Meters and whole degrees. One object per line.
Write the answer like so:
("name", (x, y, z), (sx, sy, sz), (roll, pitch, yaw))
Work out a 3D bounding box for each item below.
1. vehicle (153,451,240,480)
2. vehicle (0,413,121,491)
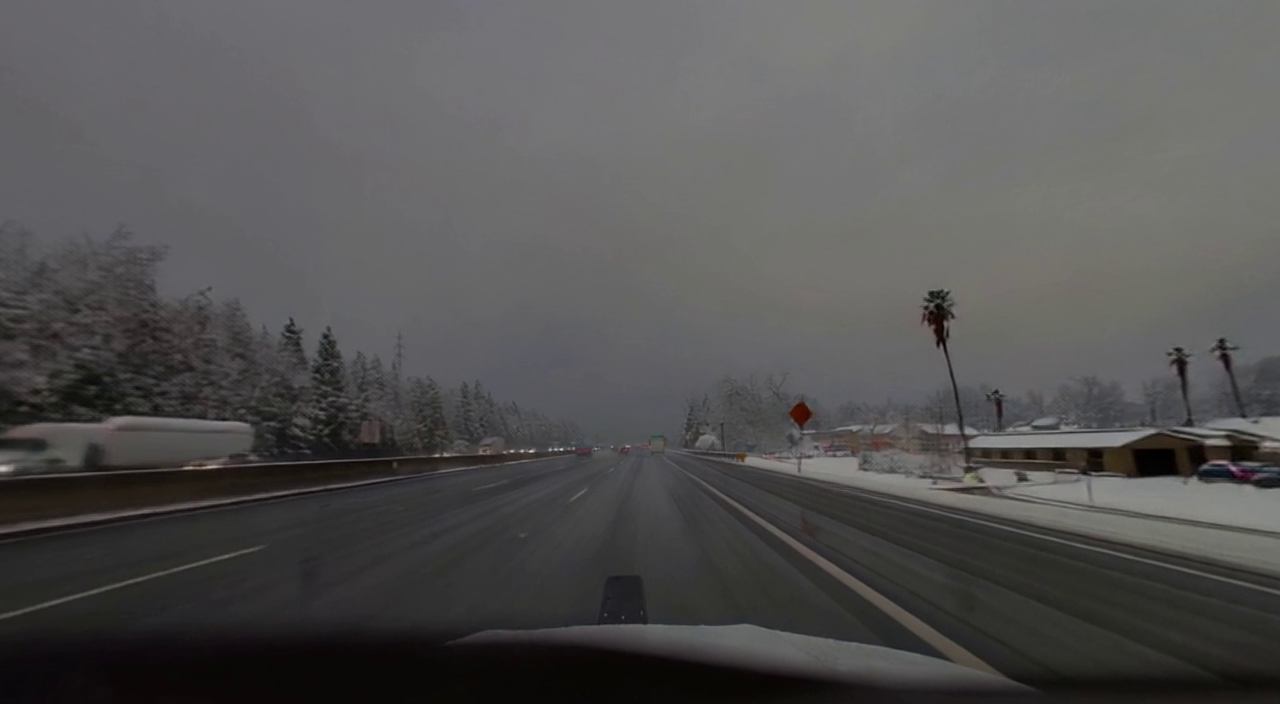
("vehicle", (-26.757, 6.833, 38.089), (1.846, 1.550, 4.666), (-1, -8, 1))
("vehicle", (-34.584, 5.640, 35.717), (3.043, 3.987, 7.889), (0, -8, 1))
